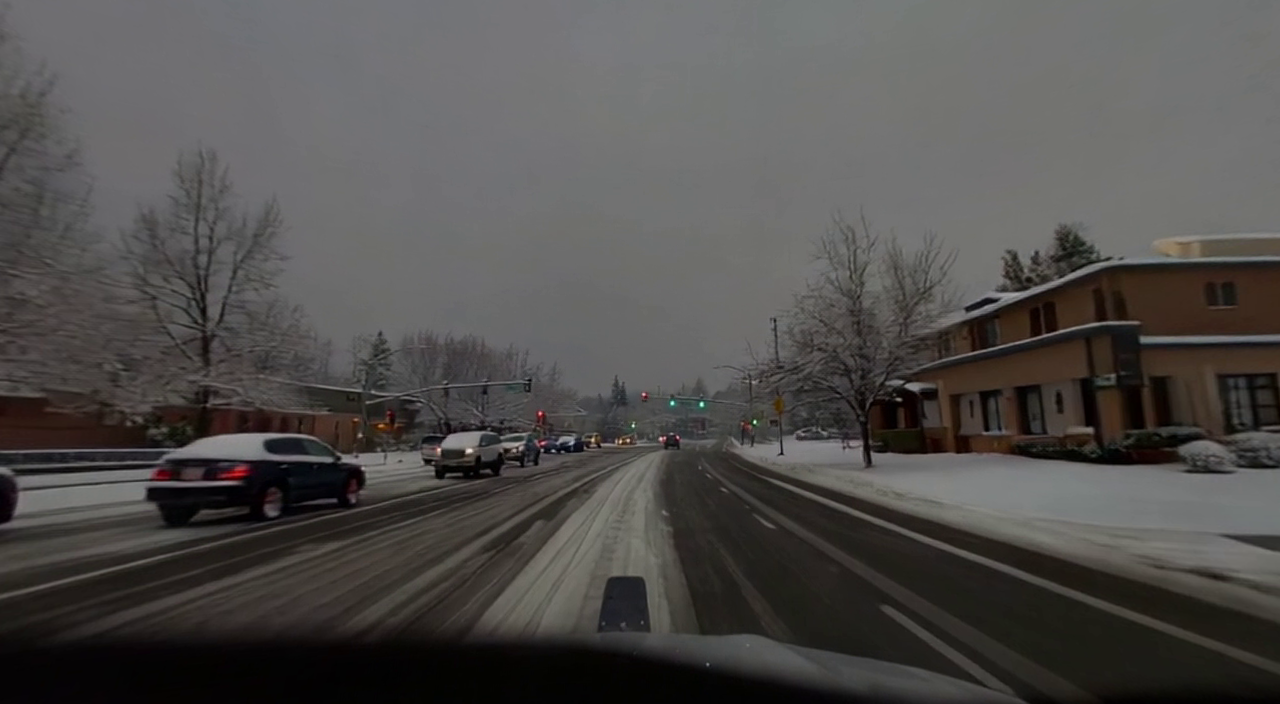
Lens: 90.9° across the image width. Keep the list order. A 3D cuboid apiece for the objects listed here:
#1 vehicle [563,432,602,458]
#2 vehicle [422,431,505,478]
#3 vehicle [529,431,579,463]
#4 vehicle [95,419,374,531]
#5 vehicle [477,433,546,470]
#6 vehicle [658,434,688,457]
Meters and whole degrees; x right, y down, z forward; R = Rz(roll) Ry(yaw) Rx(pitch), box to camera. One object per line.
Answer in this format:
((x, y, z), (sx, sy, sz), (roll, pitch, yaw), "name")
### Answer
((-4.294, 7.061, 47.935), (2.111, 1.864, 4.932), (-1, -8, 5), "vehicle")
((-6.622, 3.894, 24.108), (1.870, 1.616, 3.765), (0, -8, 3), "vehicle")
((-5.206, 5.842, 38.826), (1.951, 1.809, 4.917), (-1, -8, 5), "vehicle")
((-6.784, 2.096, 11.328), (1.988, 1.597, 4.404), (0, -8, 1), "vehicle")
((-6.057, 4.765, 30.312), (2.121, 1.630, 4.642), (0, -8, 3), "vehicle")
((2.584, 7.151, 48.440), (2.197, 1.682, 3.642), (-1, -8, 5), "vehicle")
